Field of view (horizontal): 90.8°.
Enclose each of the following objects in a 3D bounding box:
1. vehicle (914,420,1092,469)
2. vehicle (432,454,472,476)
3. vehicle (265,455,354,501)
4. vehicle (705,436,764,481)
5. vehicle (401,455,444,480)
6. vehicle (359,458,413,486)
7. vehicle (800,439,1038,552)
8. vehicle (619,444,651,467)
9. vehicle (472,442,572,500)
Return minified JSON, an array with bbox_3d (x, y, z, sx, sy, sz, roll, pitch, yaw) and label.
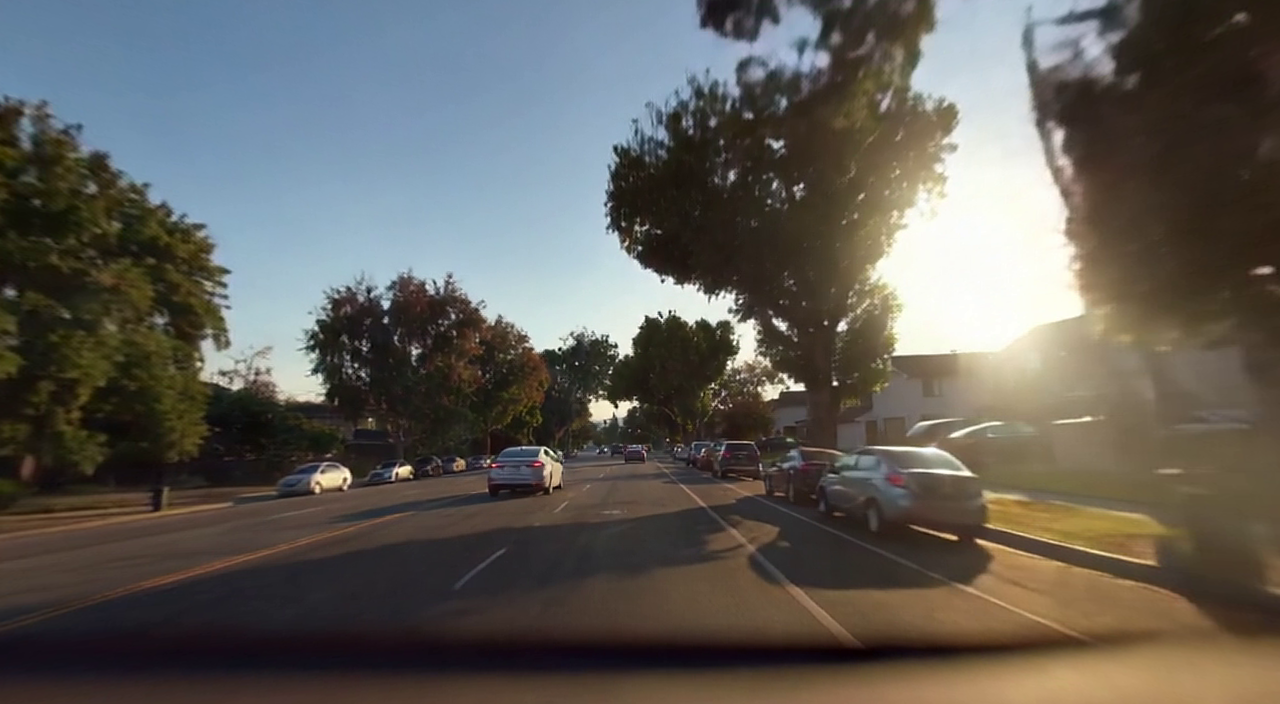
[{"bbox_3d":[11.621,3.006,20.492,4.537,1.465,1.923,-1,-9,3],"label":"vehicle"},{"bbox_3d":[-14.633,8.804,49.407,1.811,1.433,4.564,-6,-10,-2],"label":"vehicle"},{"bbox_3d":[-14.734,5.583,28.395,1.945,1.613,3.983,-6,-8,-1],"label":"vehicle"},{"bbox_3d":[4.075,4.687,28.022,1.943,1.788,4.462,0,-9,1],"label":"vehicle"},{"bbox_3d":[-14.489,7.705,42.294,1.681,1.419,3.859,-5,-10,-4],"label":"vehicle"},{"bbox_3d":[-14.810,7.019,37.091,1.626,1.439,3.682,0,-9,0],"label":"vehicle"},{"bbox_3d":[4.306,2.259,10.743,1.944,1.470,4.530,0,-9,0],"label":"vehicle"},{"bbox_3d":[-0.347,7.082,43.467,2.088,1.495,4.048,0,-8,0],"label":"vehicle"},{"bbox_3d":[-3.291,3.412,18.605,2.027,1.477,4.413,0,-9,1],"label":"vehicle"}]
